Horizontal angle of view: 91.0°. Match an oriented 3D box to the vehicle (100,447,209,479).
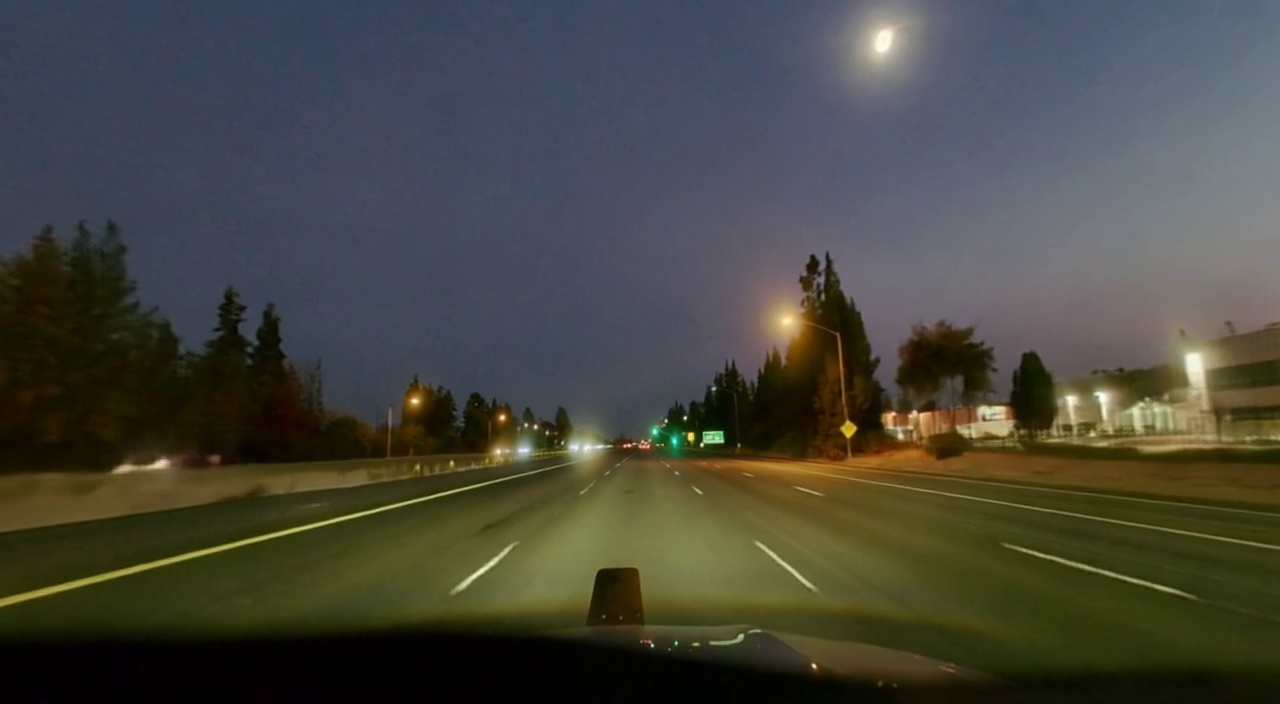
[{"bbox_3d":[-25.275,5.766,33.031,1.876,1.517,4.715,0,-9,1],"label":"vehicle"}]
